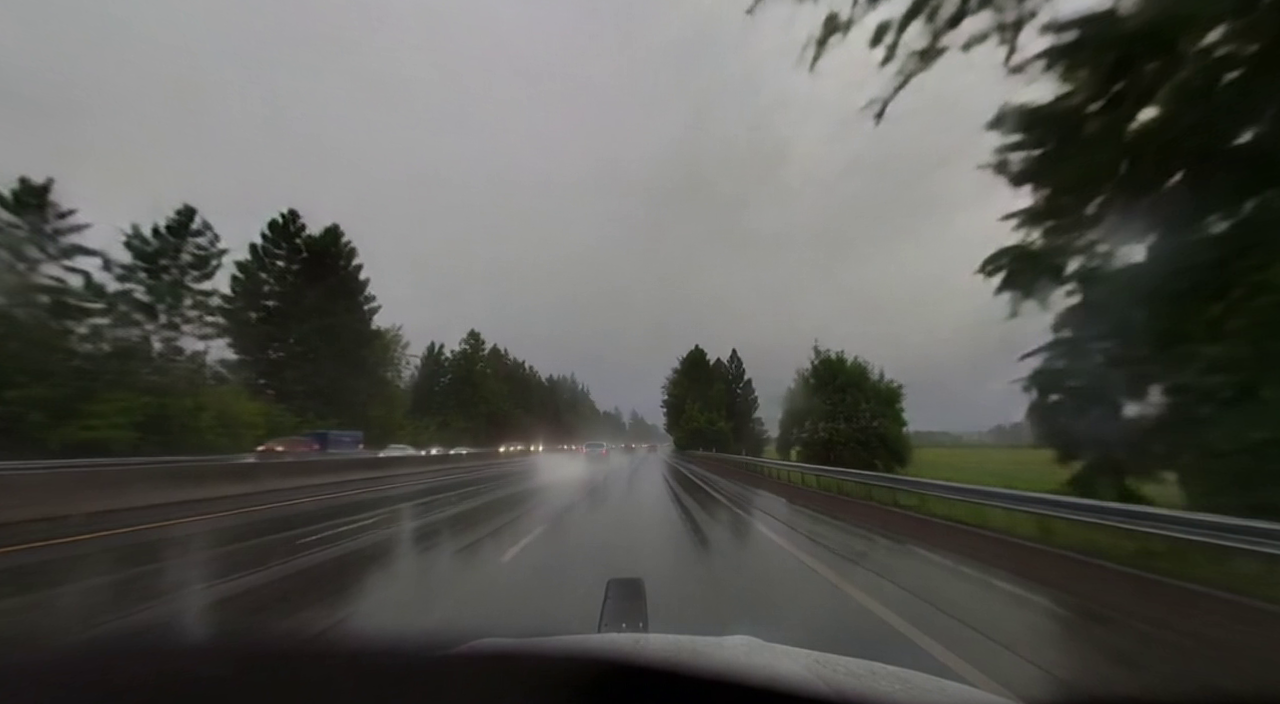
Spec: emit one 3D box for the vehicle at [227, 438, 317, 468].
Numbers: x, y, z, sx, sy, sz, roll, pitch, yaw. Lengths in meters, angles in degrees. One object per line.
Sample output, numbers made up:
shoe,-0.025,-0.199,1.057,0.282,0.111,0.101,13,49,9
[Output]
vehicle,-25.336,6.956,43.770,2.367,1.952,6.285,0,-8,1
